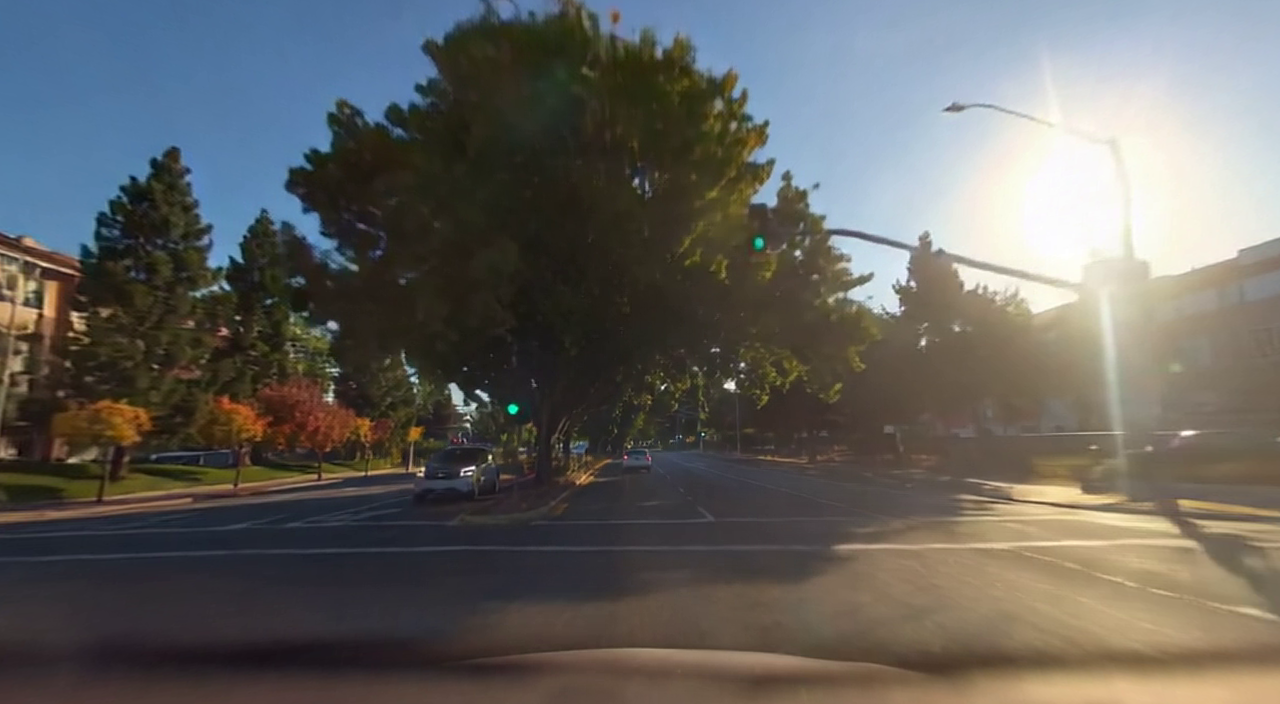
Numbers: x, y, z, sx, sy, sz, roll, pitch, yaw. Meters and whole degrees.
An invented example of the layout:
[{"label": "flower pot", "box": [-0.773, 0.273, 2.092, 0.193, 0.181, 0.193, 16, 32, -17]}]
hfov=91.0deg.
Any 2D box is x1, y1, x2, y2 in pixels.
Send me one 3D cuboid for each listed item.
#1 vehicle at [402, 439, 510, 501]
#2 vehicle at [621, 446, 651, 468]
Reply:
[{"label": "vehicle", "box": [-5.385, 3.506, 19.058, 2.016, 1.631, 4.148, 0, -9, -1]}, {"label": "vehicle", "box": [-0.300, 7.477, 44.813, 2.064, 1.477, 3.968, 0, -9, -1]}]
